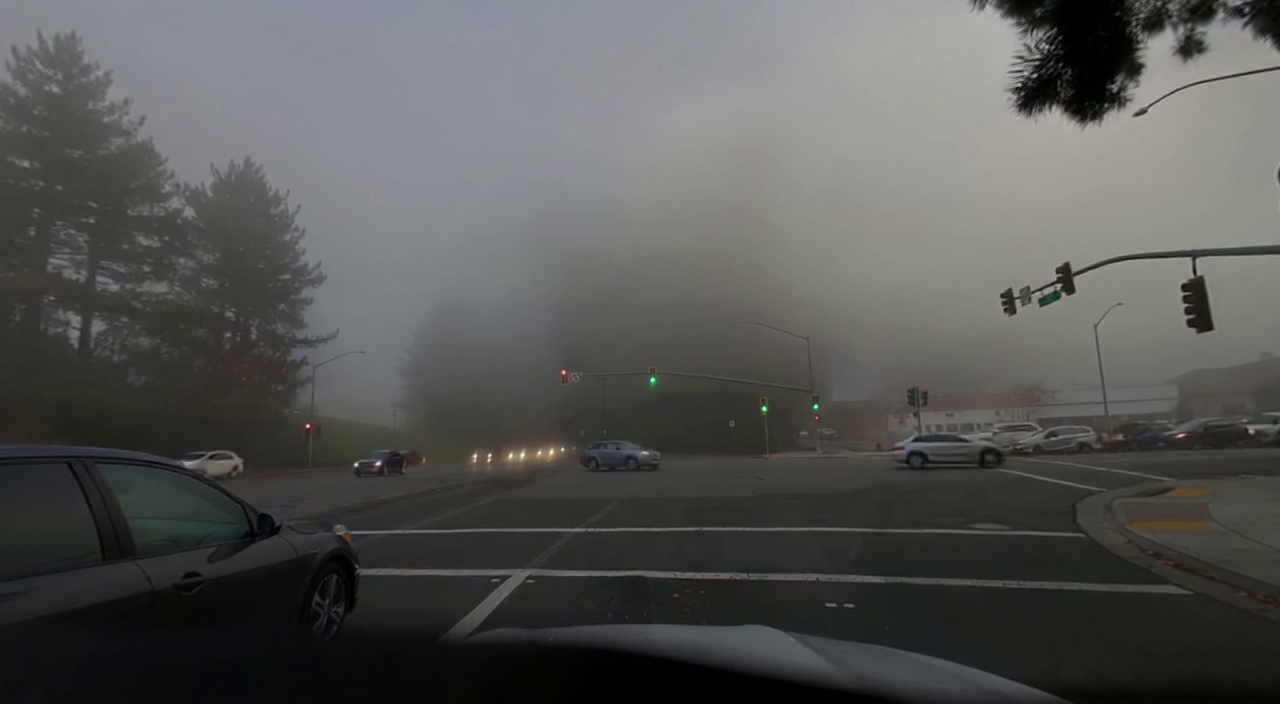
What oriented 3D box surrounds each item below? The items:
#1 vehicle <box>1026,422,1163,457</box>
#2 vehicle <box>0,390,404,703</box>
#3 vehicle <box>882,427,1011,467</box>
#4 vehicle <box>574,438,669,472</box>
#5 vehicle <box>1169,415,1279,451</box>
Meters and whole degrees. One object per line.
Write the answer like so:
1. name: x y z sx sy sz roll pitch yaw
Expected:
1. vehicle: 19.919 3.858 27.742 4.552 1.492 2.002 0 -9 -4
2. vehicle: -2.950 0.984 2.744 1.924 1.482 4.734 0 -8 1
3. vehicle: 12.004 3.782 24.993 4.180 1.478 1.986 -2 -9 12
4. vehicle: -0.931 4.768 29.351 4.364 1.450 1.841 -8 -12 43
5. vehicle: 26.822 3.663 28.425 4.240 1.540 1.944 0 -9 -4
